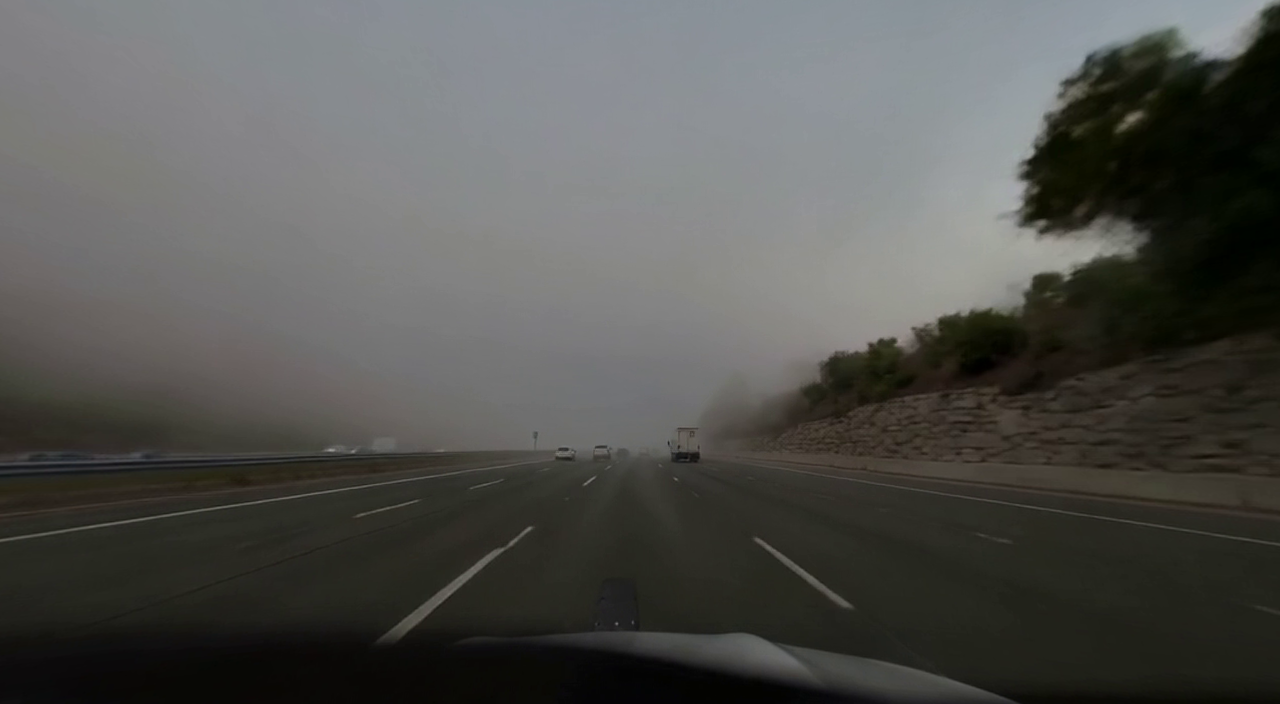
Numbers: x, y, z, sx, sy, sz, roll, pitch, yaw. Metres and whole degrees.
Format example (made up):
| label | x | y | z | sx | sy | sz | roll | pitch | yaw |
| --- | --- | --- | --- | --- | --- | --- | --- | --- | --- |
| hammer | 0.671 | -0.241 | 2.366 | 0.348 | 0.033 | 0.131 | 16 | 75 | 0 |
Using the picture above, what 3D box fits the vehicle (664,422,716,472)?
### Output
| label | x | y | z | sx | sy | sz | roll | pitch | yaw |
| --- | --- | --- | --- | --- | --- | --- | --- | --- | --- |
| vehicle | 3.398 | 6.795 | 44.951 | 2.795 | 3.187 | 7.205 | 0 | -9 | -3 |
